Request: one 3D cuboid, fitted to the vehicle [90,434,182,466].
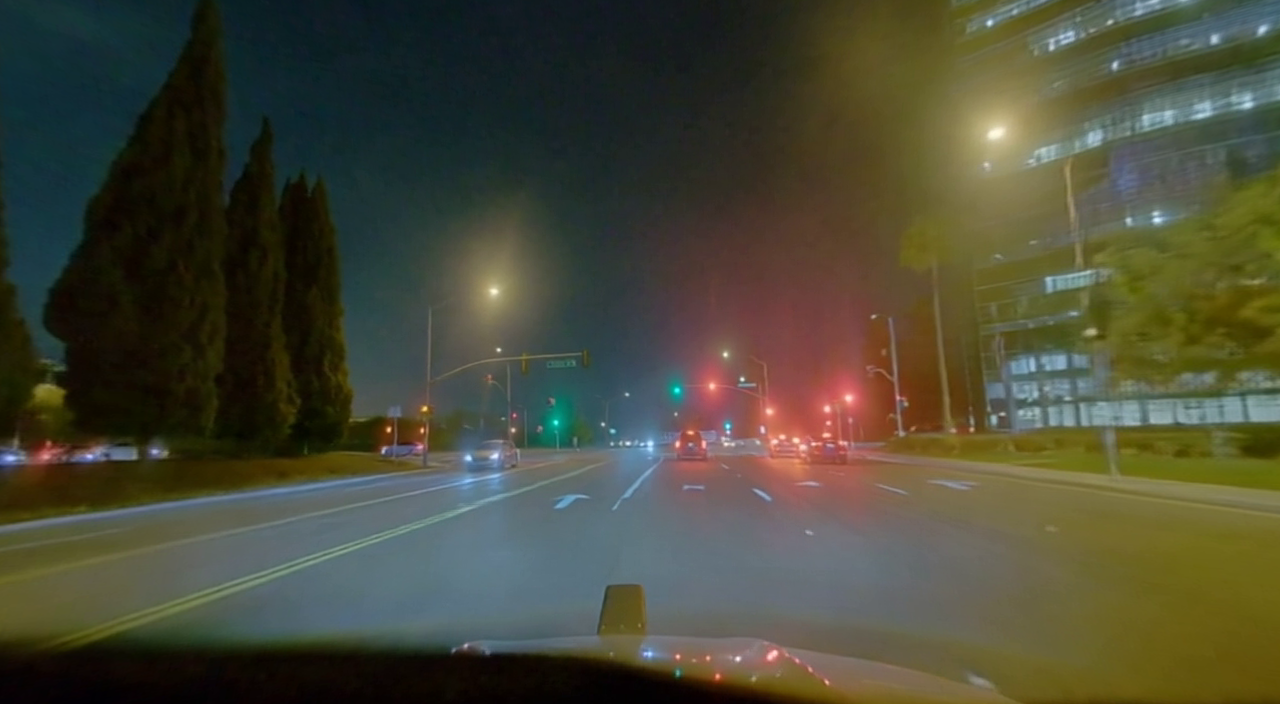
[{"bbox_3d":[-29.437,5.784,36.843,1.871,1.703,4.093,-2,-9,2],"label":"vehicle"}]

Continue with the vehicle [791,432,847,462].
[{"bbox_3d":[9.286,4.964,32.849,1.896,1.463,4.296,-1,-9,3],"label":"vehicle"}]

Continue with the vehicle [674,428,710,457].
[{"bbox_3d":[3.376,5.997,41.441,2.203,1.801,4.331,-1,-9,2],"label":"vehicle"}]

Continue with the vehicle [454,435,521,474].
[{"bbox_3d":[-7.187,4.887,30.089,2.016,1.677,4.147,0,-9,2],"label":"vehicle"}]
